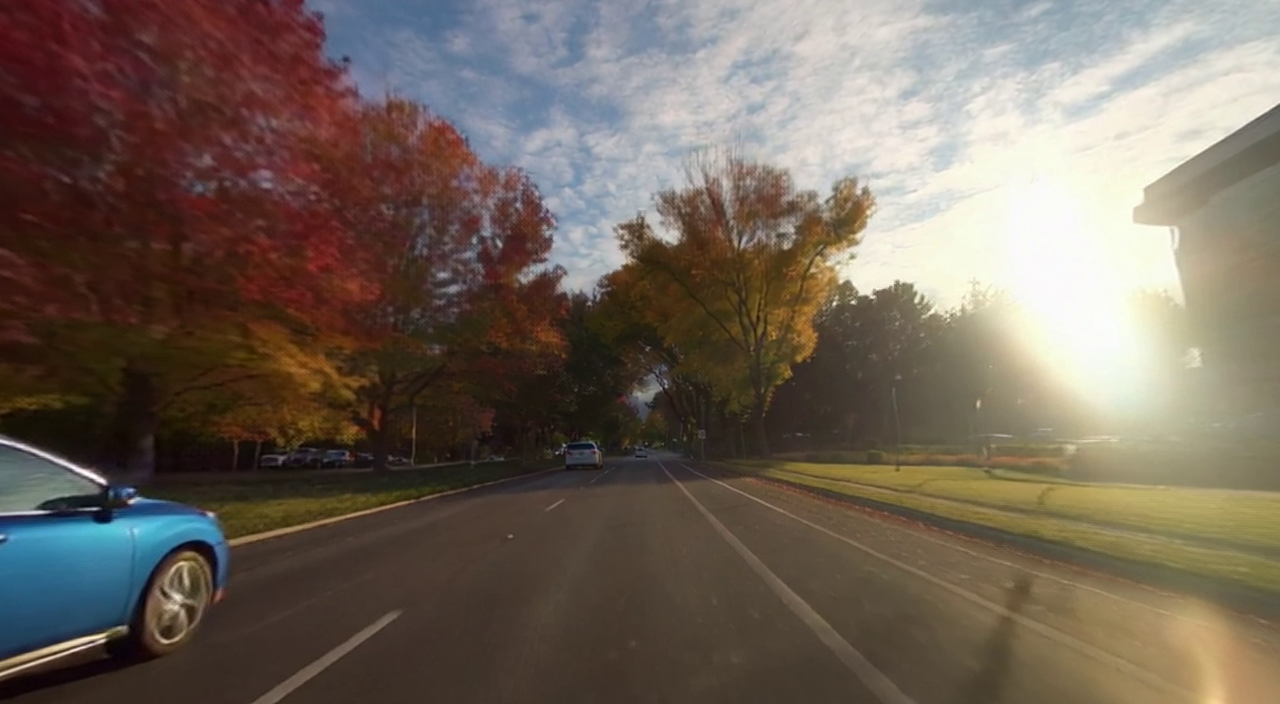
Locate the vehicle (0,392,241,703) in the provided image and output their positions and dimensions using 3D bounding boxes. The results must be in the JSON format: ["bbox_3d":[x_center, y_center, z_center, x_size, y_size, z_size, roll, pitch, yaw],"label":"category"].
[{"bbox_3d":[-3.812,0.856,2.221,1.923,1.528,4.309,0,-9,1],"label":"vehicle"}]

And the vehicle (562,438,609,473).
[{"bbox_3d":[-2.954,5.768,35.159,2.112,1.779,4.489,0,-9,2],"label":"vehicle"}]
